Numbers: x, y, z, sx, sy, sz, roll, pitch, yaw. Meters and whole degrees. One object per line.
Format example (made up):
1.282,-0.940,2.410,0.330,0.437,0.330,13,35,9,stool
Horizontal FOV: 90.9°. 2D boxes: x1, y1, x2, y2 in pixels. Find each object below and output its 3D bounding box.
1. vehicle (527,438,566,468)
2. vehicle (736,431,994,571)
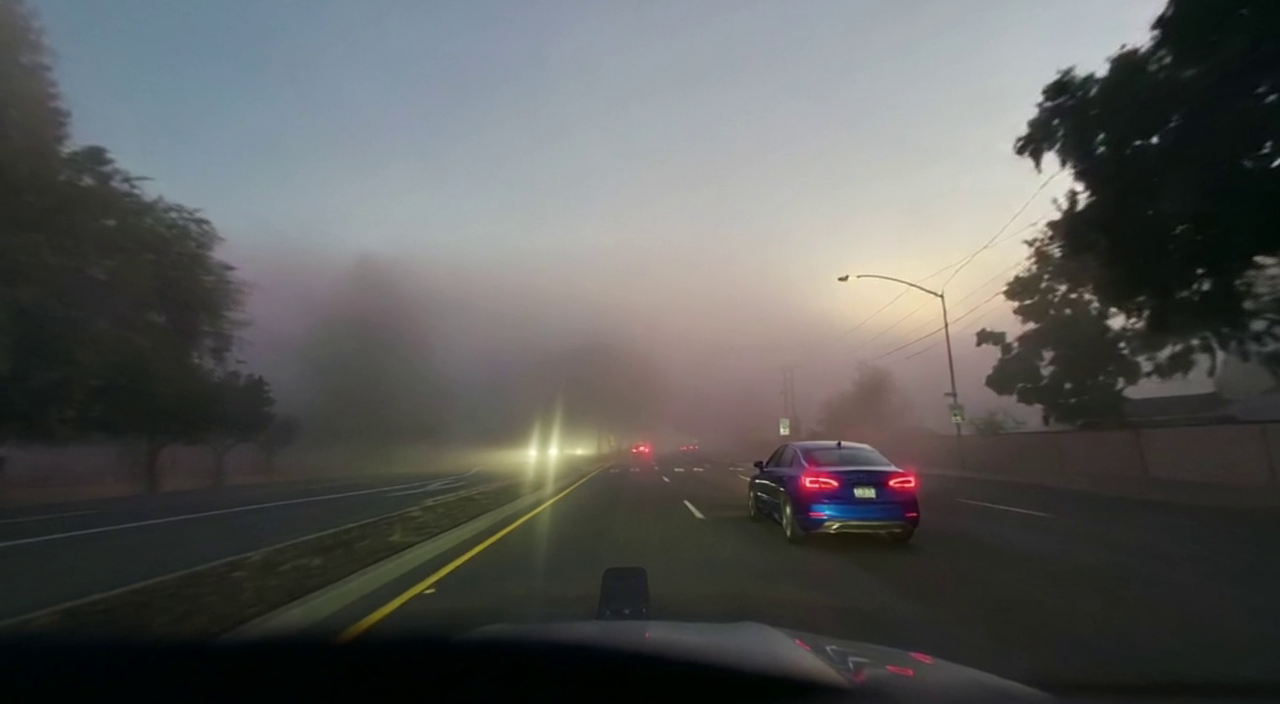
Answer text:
-6.367,6.940,43.470,1.983,1.882,4.281,0,-8,0,vehicle
2.763,1.928,8.988,2.063,1.481,4.247,0,-8,-1,vehicle
